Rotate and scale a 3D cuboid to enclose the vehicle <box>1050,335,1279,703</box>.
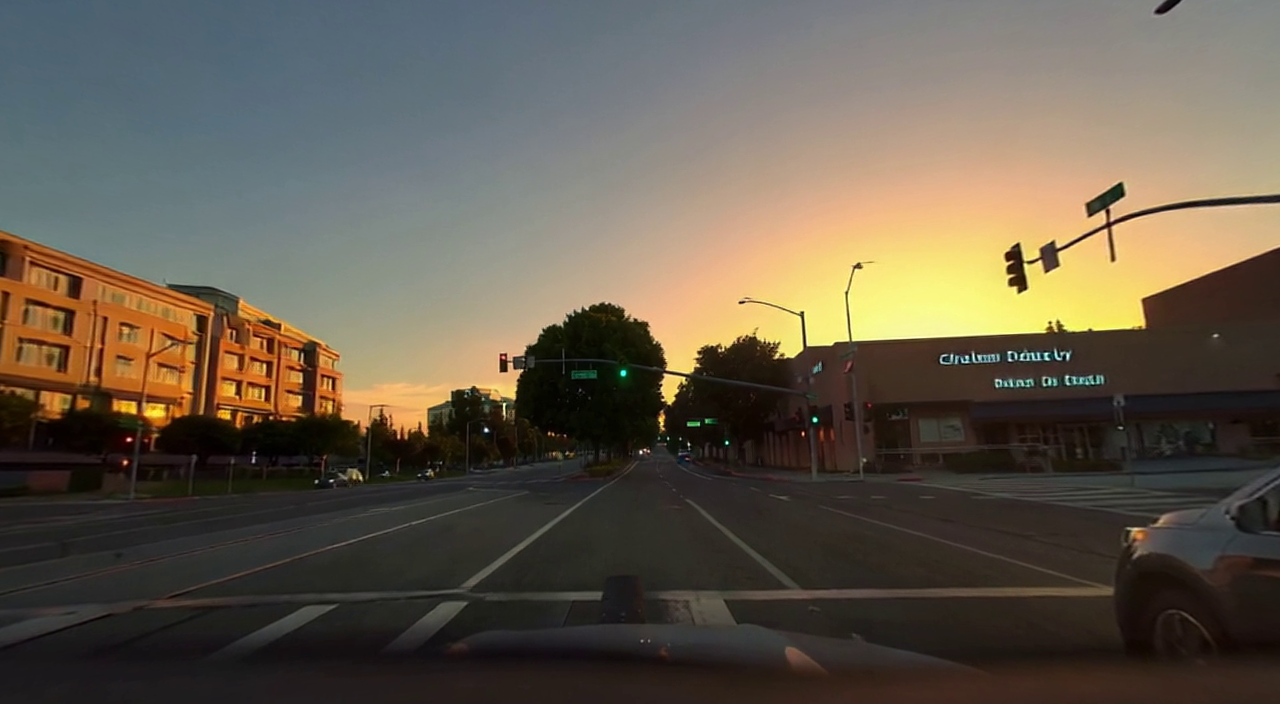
[{"bbox_3d":[3.294,0.630,1.132,1.973,1.697,4.377,0,-8,-3],"label":"vehicle"}]
